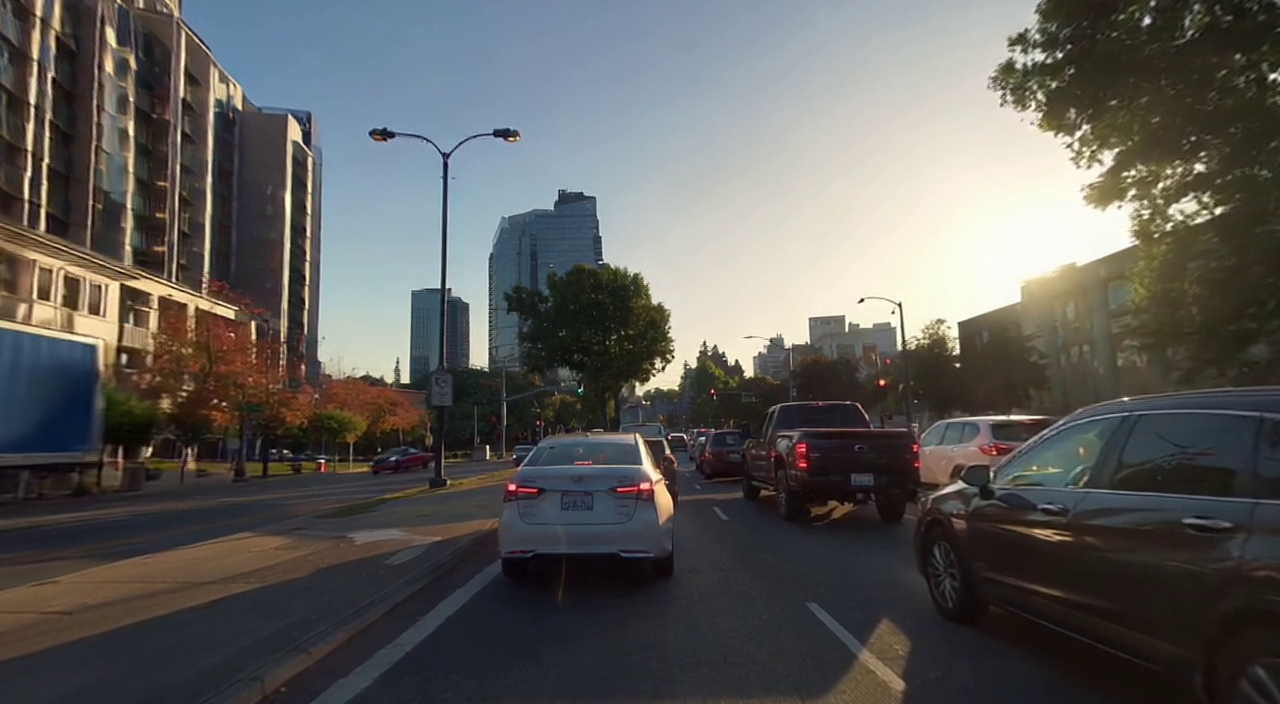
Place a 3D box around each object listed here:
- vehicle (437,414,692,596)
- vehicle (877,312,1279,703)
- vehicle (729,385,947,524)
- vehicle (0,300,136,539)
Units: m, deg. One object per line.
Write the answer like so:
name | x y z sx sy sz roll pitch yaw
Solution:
vehicle | -0.623 1.625 7.552 2.172 1.536 4.250 0 -9 1
vehicle | 3.175 0.913 3.290 2.024 1.723 4.714 0 -8 0
vehicle | 3.518 2.043 12.866 2.497 2.186 5.890 0 -9 0
vehicle | -13.408 0.369 5.748 3.246 4.347 17.394 0 -9 0
